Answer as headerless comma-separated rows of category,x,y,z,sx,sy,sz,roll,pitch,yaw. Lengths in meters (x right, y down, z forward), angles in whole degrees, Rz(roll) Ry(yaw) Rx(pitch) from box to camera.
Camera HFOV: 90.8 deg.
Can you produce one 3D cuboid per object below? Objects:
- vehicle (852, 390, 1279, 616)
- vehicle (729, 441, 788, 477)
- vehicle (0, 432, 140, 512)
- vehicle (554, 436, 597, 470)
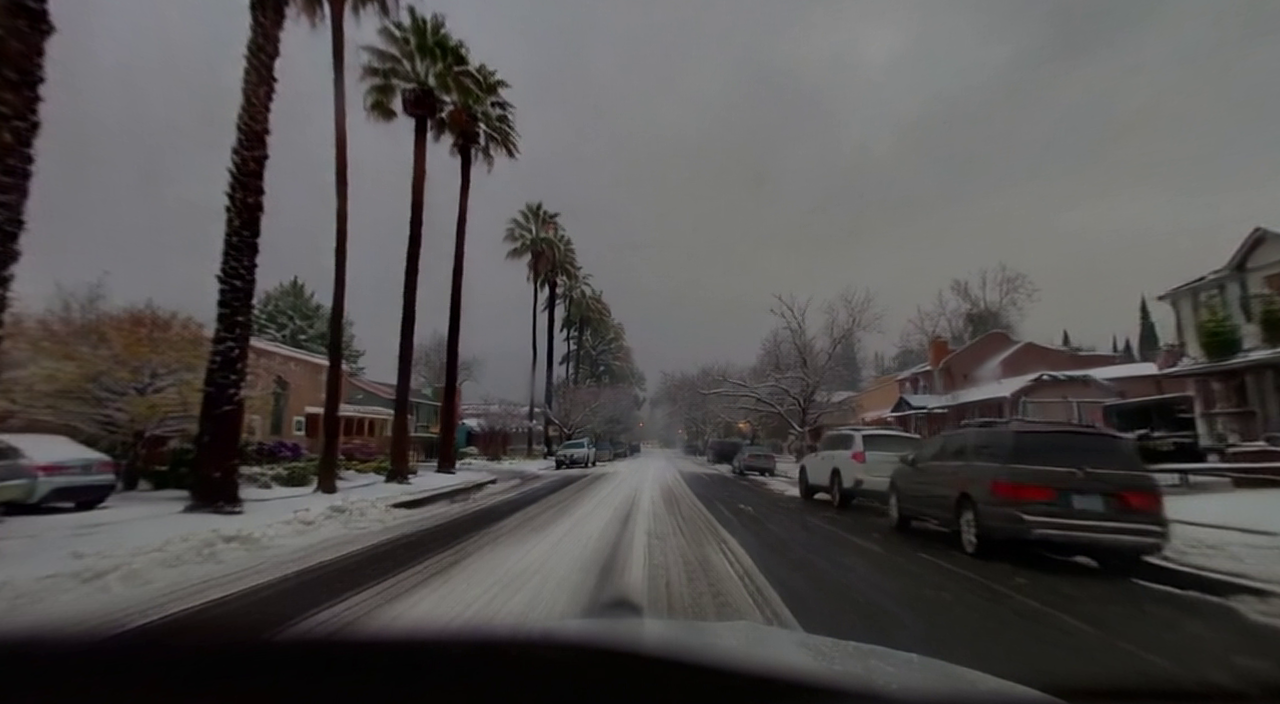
vehicle,4.566,1.665,8.053,2.166,1.766,5.186,4,-8,3
vehicle,5.465,5.001,29.746,2.056,1.464,4.493,2,-8,2
vehicle,-13.725,2.497,13.447,4.638,1.536,1.863,-1,-9,4
vehicle,-3.867,6.155,38.621,2.149,1.877,5.082,-2,-9,-1
